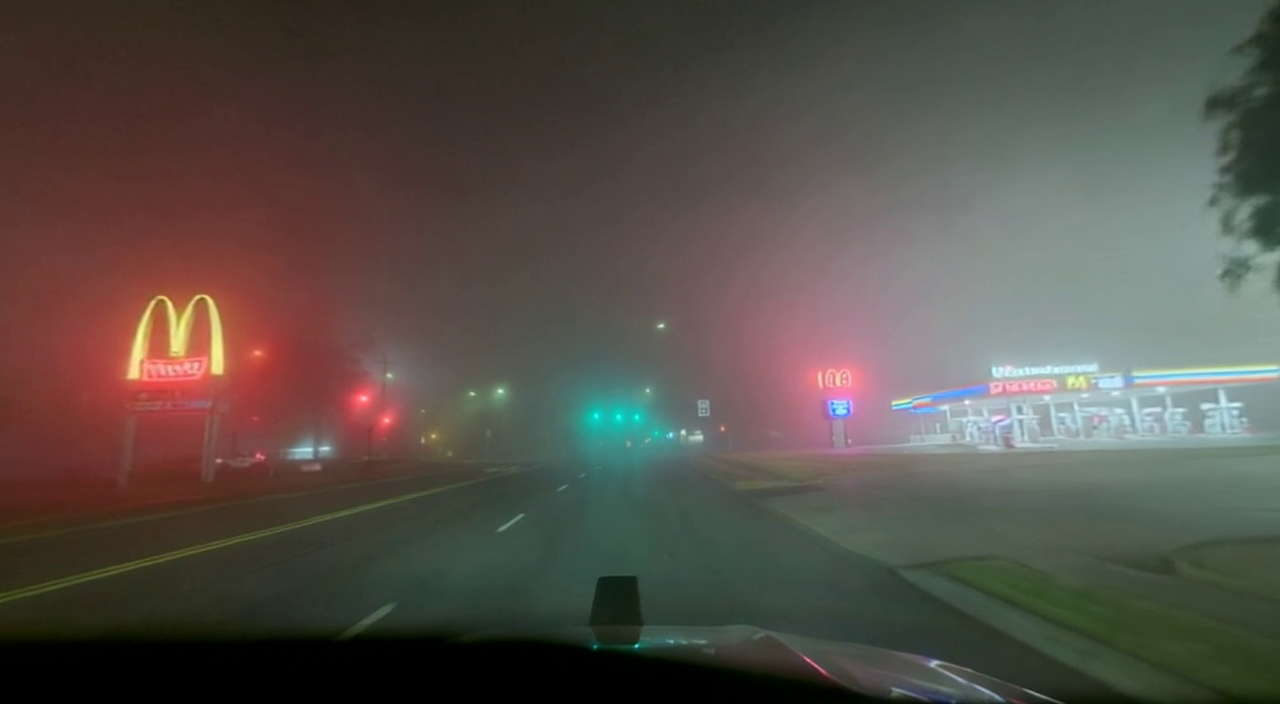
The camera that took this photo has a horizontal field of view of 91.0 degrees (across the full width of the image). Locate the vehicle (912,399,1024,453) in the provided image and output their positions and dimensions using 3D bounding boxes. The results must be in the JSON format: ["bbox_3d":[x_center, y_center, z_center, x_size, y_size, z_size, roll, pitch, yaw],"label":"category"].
[{"bbox_3d":[15.984,3.657,30.573,5.529,2.395,2.399,6,-10,-35],"label":"vehicle"}]

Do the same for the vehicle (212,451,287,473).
[{"bbox_3d":[-28.927,8.116,46.667,4.420,1.445,1.954,6,-10,-37],"label":"vehicle"}]
